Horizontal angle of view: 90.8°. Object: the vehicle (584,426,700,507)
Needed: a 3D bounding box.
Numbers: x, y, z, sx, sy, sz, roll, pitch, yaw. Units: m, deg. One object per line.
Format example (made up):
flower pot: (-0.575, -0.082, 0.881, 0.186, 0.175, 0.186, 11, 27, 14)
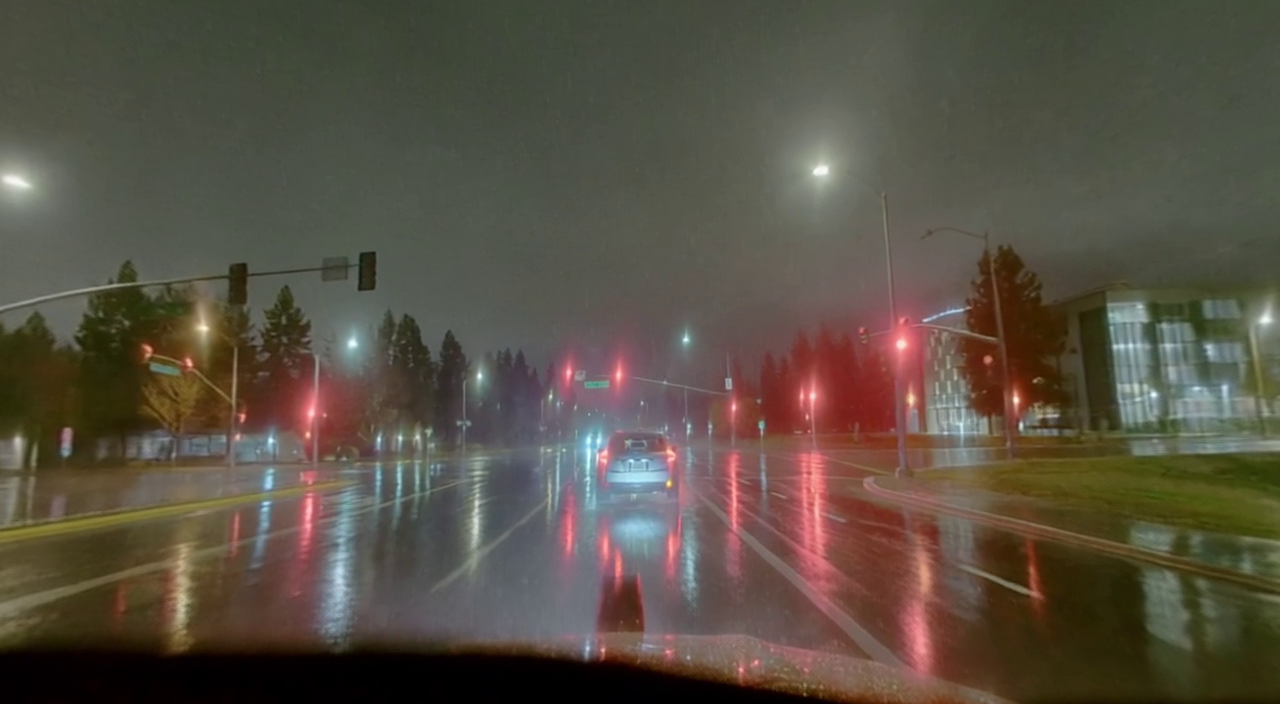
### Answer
vehicle: (-0.004, 2.403, 13.595, 2.107, 1.470, 3.974, 0, -9, -1)
